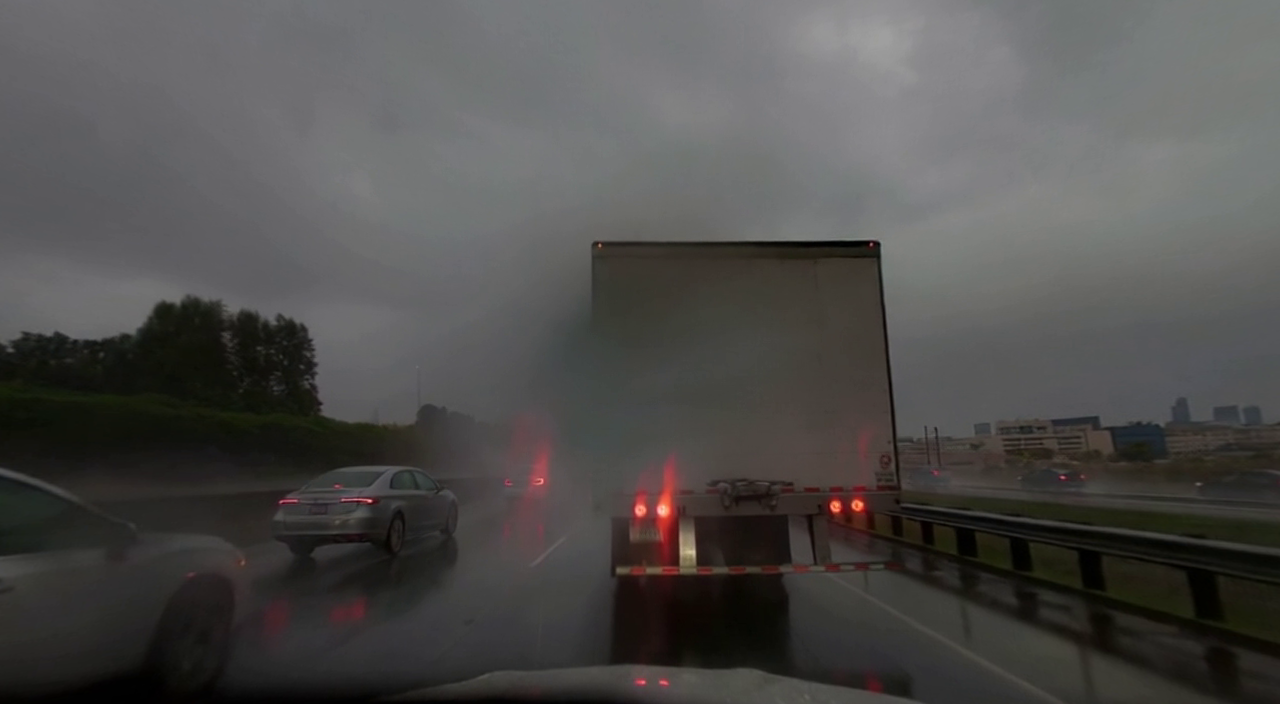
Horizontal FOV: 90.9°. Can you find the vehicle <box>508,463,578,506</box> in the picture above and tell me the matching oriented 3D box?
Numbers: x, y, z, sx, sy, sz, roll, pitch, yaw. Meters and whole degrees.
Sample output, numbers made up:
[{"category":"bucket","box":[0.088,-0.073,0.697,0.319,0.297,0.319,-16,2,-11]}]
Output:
[{"category":"vehicle","box":[-3.710,5.192,24.970,1.964,1.482,4.371,0,-11,1]}]

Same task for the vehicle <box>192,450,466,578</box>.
[{"category":"vehicle","box":[-4.301,2.338,9.736,1.946,1.469,4.431,1,-11,0]}]

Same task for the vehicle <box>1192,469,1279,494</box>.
[{"category":"vehicle","box":[37.975,8.204,39.983,3.974,1.485,1.709,0,-11,4]}]

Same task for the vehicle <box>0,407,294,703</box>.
[{"category":"vehicle","box":[-3.474,0.892,2.025,1.983,1.509,4.679,0,-11,1]}]

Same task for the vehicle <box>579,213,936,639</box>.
[{"category":"vehicle","box":[0.871,1.318,9.561,2.831,3.529,8.689,1,-11,-1]}]

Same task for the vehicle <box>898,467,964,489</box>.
[{"category":"vehicle","box":[21.451,9.263,46.490,4.107,1.485,1.796,-6,-13,33]}]

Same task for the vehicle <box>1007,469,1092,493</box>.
[{"category":"vehicle","box":[27.106,8.522,41.861,4.299,1.465,1.807,-3,-11,20]}]
